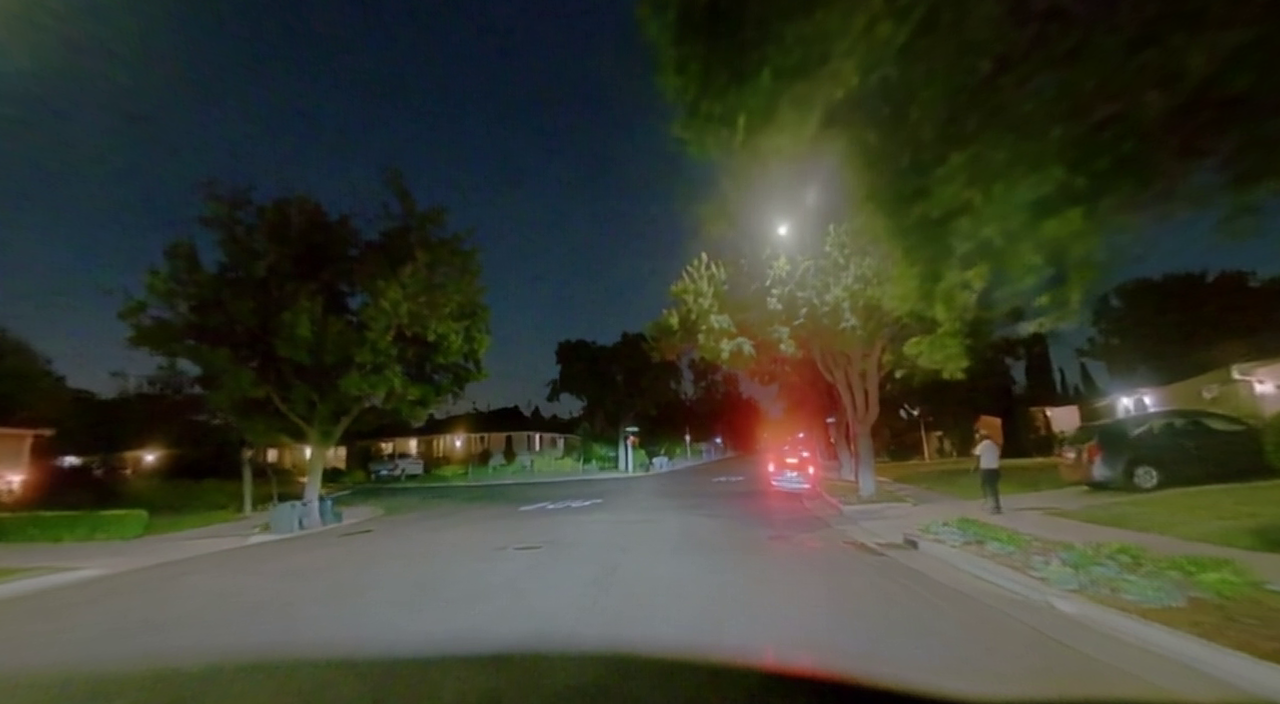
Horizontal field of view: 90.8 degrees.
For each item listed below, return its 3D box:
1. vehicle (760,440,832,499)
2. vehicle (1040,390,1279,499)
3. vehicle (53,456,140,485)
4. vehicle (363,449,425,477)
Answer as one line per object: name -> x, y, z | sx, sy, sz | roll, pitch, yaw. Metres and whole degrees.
vehicle -> 5.152, 3.863, 21.257 | 2.053, 1.737, 4.375 | -2, -9, 11
vehicle -> 11.219, 1.791, 12.669 | 4.780, 1.765, 2.103 | -5, -9, 2
vehicle -> -38.712, 8.419, 45.183 | 2.206, 1.858, 4.918 | 1, -9, -7
vehicle -> -16.784, 7.594, 43.427 | 2.021, 1.798, 4.491 | -1, -9, 7
